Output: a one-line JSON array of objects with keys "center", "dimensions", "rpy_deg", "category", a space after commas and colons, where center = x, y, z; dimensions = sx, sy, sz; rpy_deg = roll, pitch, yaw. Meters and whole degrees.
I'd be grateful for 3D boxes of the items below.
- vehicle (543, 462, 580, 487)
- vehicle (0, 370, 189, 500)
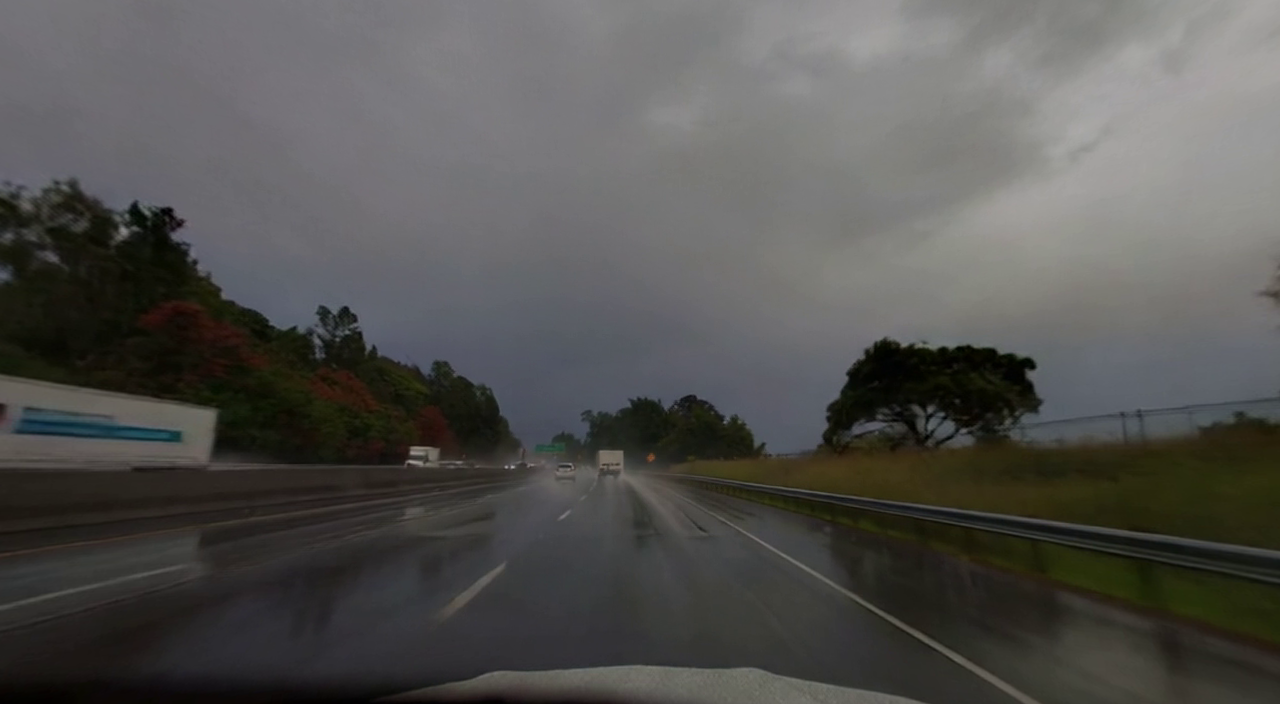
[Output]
[{"center": [-5.359, 8.434, 43.435], "dimensions": [2.115, 1.546, 4.638], "rpy_deg": [1, -10, -2], "category": "vehicle"}, {"center": [-21.504, 2.576, 19.689], "dimensions": [2.868, 3.983, 16.567], "rpy_deg": [1, -10, -1], "category": "vehicle"}]
